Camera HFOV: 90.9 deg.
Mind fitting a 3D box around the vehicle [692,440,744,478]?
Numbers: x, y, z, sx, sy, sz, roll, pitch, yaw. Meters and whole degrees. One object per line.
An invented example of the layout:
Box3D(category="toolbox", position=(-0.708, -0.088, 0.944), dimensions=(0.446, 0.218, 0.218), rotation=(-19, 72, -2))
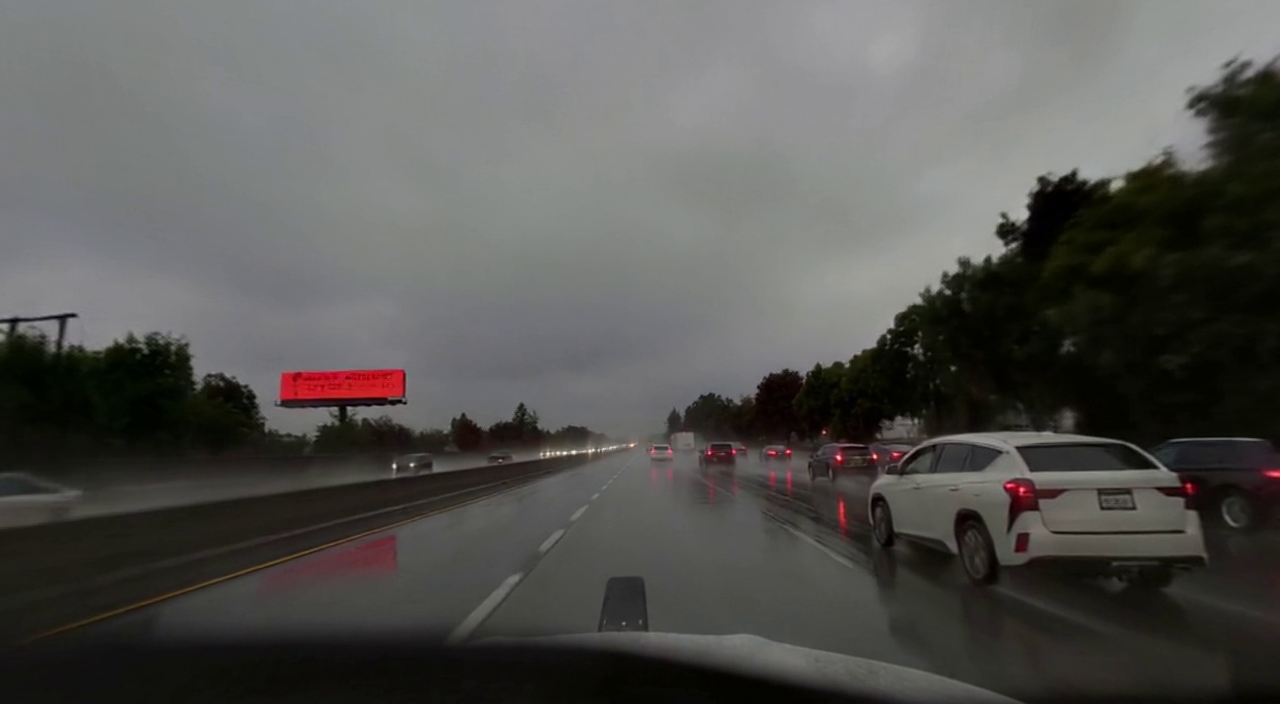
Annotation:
Box3D(category="vehicle", position=(4.035, 5.592, 33.369), dimensions=(2.075, 1.845, 4.667), rotation=(0, -8, -1))

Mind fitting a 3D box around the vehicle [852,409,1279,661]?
Box3D(category="vehicle", position=(3.911, 1.495, 6.336), dimensions=(1.989, 1.609, 4.355), rotation=(0, -8, 0))

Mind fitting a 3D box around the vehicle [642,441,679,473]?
Box3D(category="vehicle", position=(1.200, 6.438, 38.884), dimensions=(2.145, 1.832, 4.004), rotation=(-1, -8, 1))

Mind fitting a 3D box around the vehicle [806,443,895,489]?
Box3D(category="vehicle", position=(7.735, 4.199, 23.665), dimensions=(1.807, 1.558, 4.352), rotation=(0, -8, 0))
